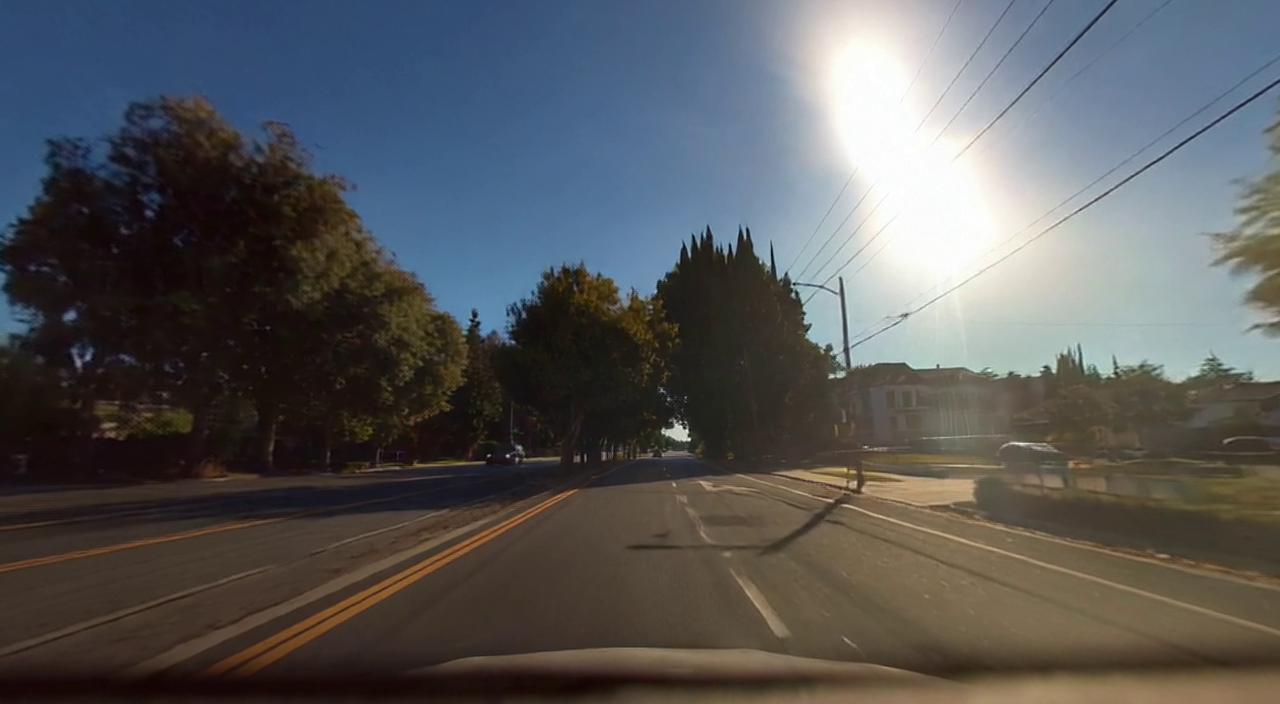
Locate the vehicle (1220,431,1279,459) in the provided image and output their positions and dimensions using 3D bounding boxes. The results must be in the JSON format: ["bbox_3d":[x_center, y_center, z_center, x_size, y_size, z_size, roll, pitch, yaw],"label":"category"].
[{"bbox_3d":[41.547,6.290,42.691,4.494,1.782,2.212,5,-10,-33],"label":"vehicle"}]

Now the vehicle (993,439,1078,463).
[{"bbox_3d":[27.031,6.774,43.268,4.580,1.598,2.010,1,-8,-5],"label":"vehicle"}]
